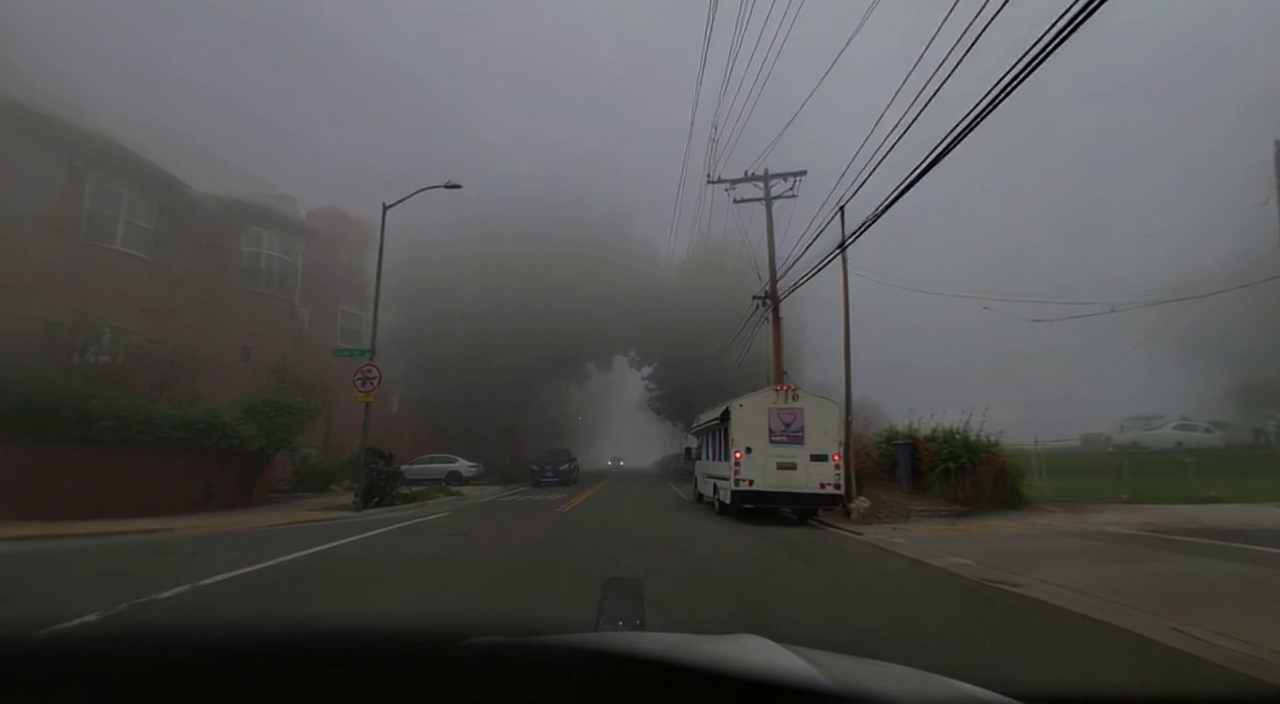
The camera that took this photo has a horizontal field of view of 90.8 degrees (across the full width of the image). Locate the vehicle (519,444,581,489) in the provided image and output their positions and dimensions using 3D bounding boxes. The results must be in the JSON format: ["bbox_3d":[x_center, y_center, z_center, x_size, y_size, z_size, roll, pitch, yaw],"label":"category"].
[{"bbox_3d":[-3.641,4.678,26.198,1.952,1.708,4.096,0,-8,0],"label":"vehicle"}]

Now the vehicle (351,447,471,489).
[{"bbox_3d":[-10.783,5.471,30.028,5.093,1.855,2.338,3,-10,-20],"label":"vehicle"}]

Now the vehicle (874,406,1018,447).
[{"bbox_3d":[11.227,2.783,23.389,4.396,1.459,1.749,0,-8,-2],"label":"vehicle"}]

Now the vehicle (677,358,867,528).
[{"bbox_3d":[2.822,2.346,16.396,2.886,3.321,7.809,0,-8,-3],"label":"vehicle"}]

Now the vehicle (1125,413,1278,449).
[{"bbox_3d":[23.426,3.313,26.474,4.641,1.441,1.745,0,-8,1],"label":"vehicle"}]
